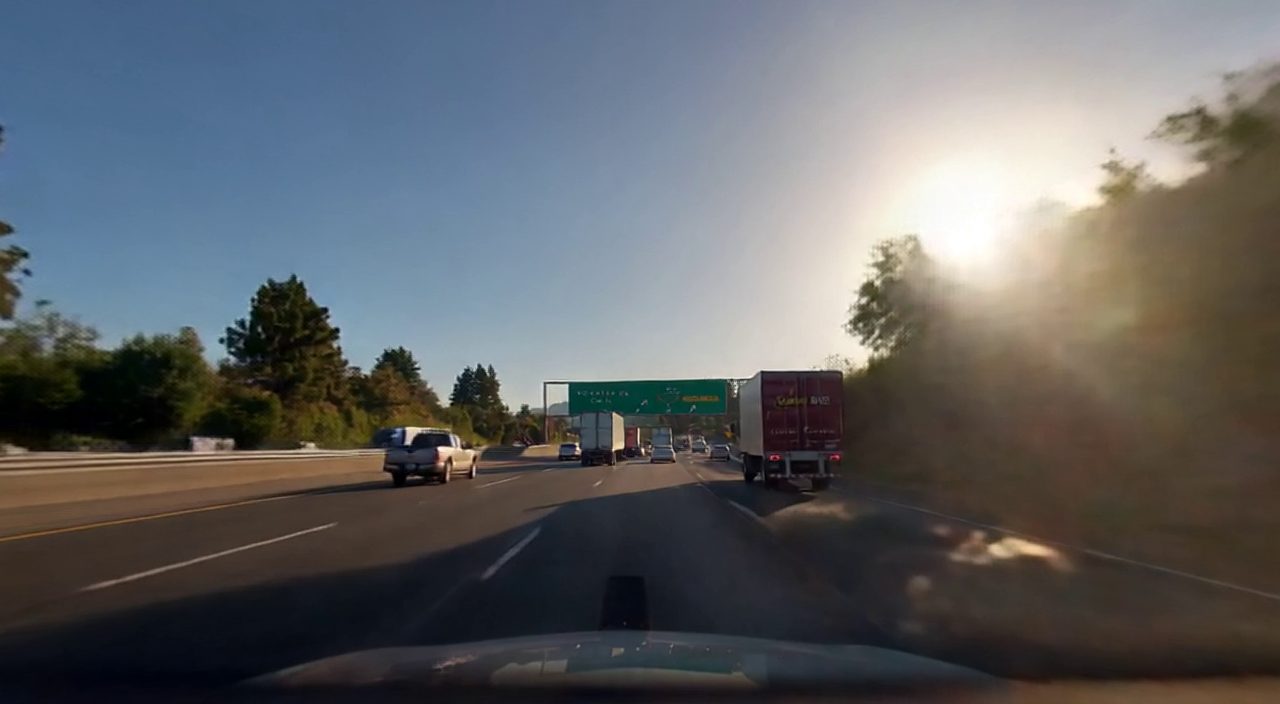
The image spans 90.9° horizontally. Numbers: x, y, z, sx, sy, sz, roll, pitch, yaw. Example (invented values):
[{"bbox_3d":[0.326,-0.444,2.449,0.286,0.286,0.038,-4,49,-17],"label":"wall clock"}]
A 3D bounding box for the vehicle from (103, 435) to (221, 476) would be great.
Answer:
[{"bbox_3d":[-23.542,5.099,31.350,1.985,1.871,4.730,0,-9,2],"label":"vehicle"}]

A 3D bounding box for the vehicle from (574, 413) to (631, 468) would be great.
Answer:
[{"bbox_3d":[-2.235,5.660,40.064,2.745,3.156,7.608,-1,-9,3],"label":"vehicle"}]

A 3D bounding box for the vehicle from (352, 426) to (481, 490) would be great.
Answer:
[{"bbox_3d":[-7.155,3.484,20.977,2.272,1.850,5.156,0,-9,2],"label":"vehicle"}]

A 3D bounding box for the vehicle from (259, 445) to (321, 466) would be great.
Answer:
[{"bbox_3d":[-27.088,8.005,48.979,1.901,1.466,4.771,0,-9,2],"label":"vehicle"}]

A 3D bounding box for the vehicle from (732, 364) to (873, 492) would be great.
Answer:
[{"bbox_3d":[4.982,2.632,21.104,2.895,3.484,7.631,0,-9,2],"label":"vehicle"}]

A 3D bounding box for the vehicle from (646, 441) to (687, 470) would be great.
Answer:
[{"bbox_3d":[1.427,5.645,34.562,2.105,1.502,4.068,0,-9,2],"label":"vehicle"}]
